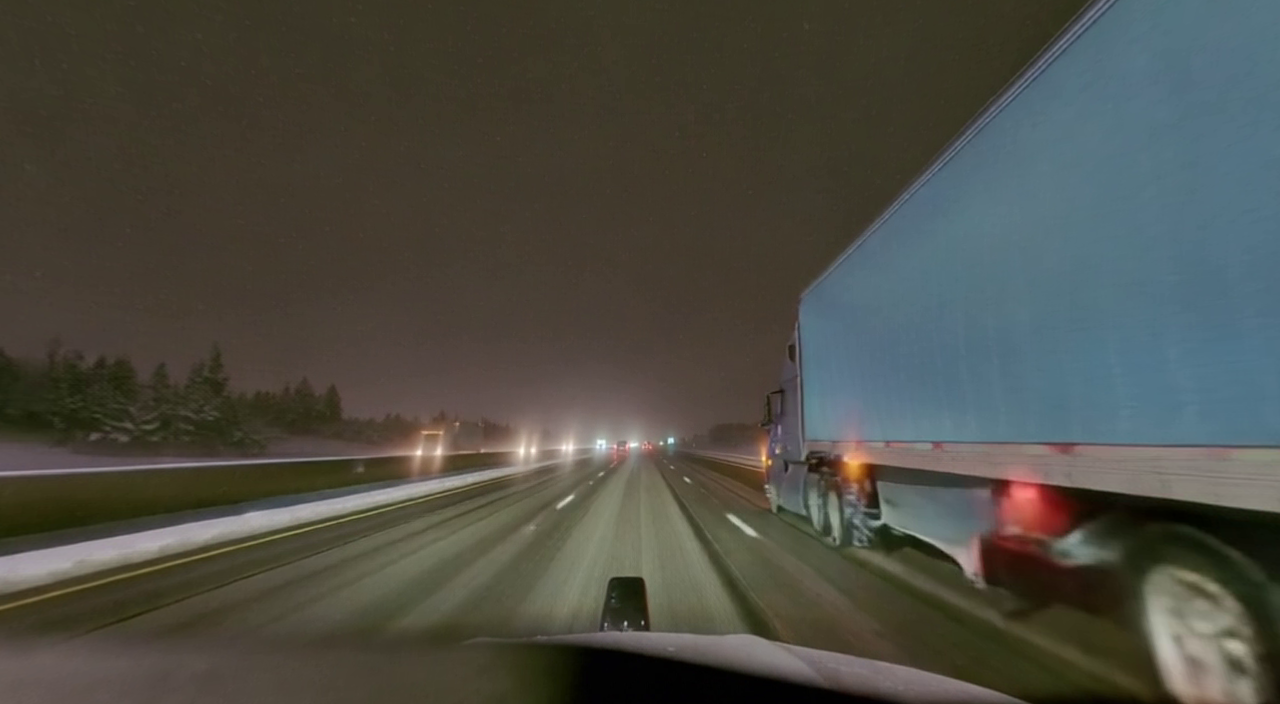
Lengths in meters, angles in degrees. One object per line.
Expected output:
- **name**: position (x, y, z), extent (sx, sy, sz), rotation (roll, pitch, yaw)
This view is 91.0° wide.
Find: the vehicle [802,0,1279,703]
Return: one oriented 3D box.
- **vehicle**: position (4.035, 0.004, 4.028), extent (2.870, 3.768, 11.872), rotation (0, -8, 0)
